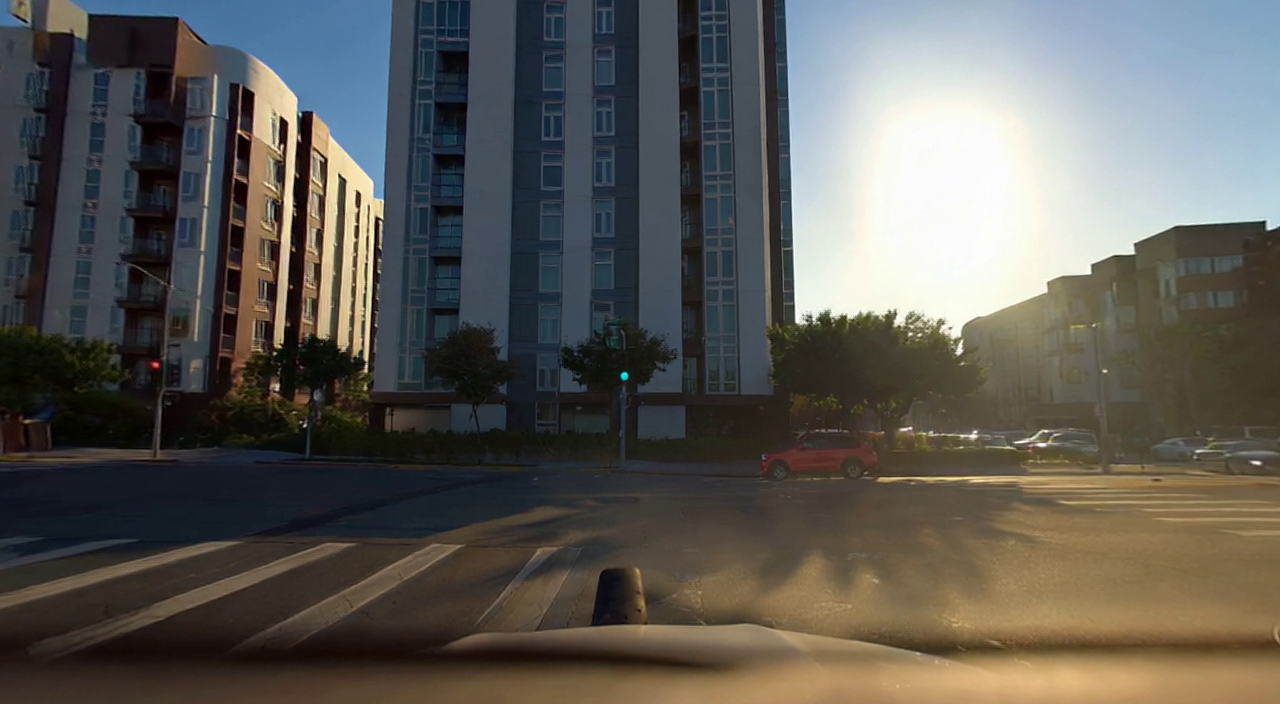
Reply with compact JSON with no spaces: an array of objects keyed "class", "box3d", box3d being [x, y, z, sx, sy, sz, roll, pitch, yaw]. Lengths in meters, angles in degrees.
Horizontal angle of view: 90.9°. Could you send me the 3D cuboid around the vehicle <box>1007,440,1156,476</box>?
[{"class":"vehicle","box3d":[18.580,4.463,26.687,4.823,1.458,1.914,0,-9,-1]}]
